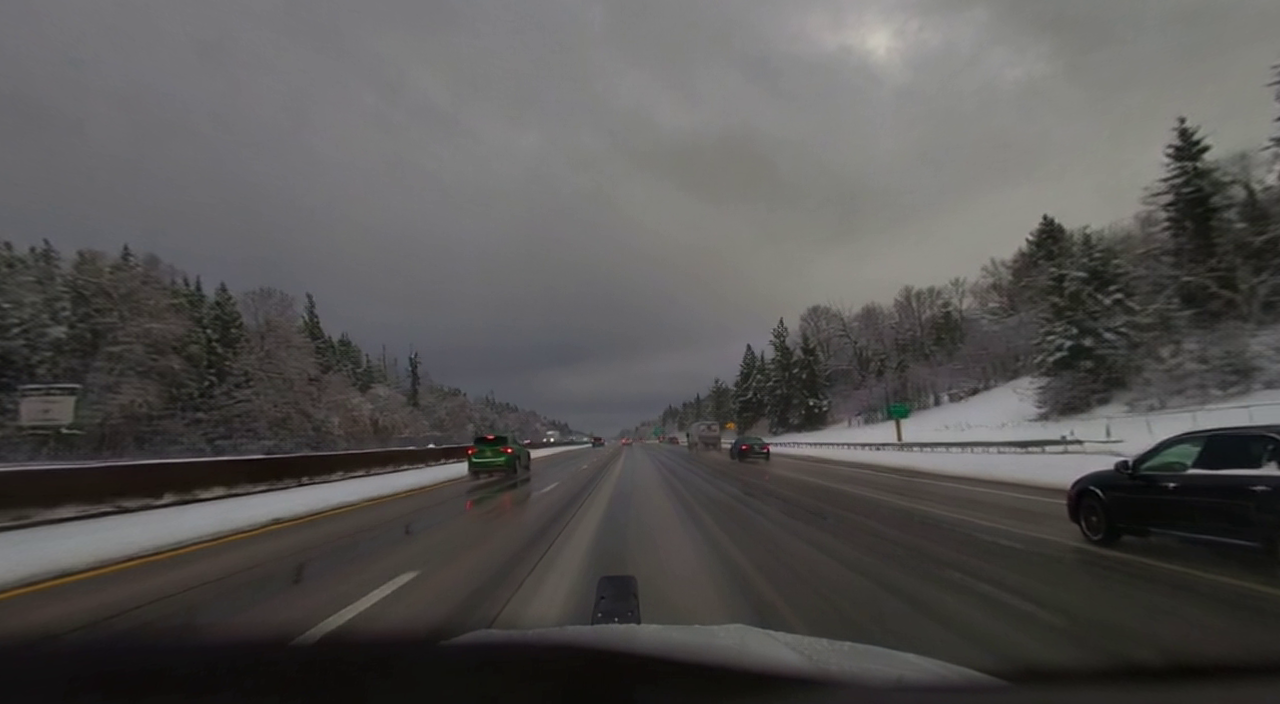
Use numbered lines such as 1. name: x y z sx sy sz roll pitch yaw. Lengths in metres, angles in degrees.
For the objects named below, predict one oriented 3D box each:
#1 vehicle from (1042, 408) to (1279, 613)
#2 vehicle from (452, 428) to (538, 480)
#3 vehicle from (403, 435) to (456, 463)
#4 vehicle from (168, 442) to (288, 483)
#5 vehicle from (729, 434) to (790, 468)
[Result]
1. vehicle: 5.702 1.231 5.130 2.028 1.488 4.236 0 -8 0
2. vehicle: -4.708 3.347 21.070 1.966 1.570 3.859 0 -8 0
3. vehicle: -13.242 6.078 39.863 1.902 1.647 4.241 0 -8 -1
4. vehicle: -16.565 4.439 25.687 1.864 1.436 4.572 0 -8 -1
5. vehicle: 5.411 4.508 29.012 1.920 1.436 3.890 0 -8 -2
